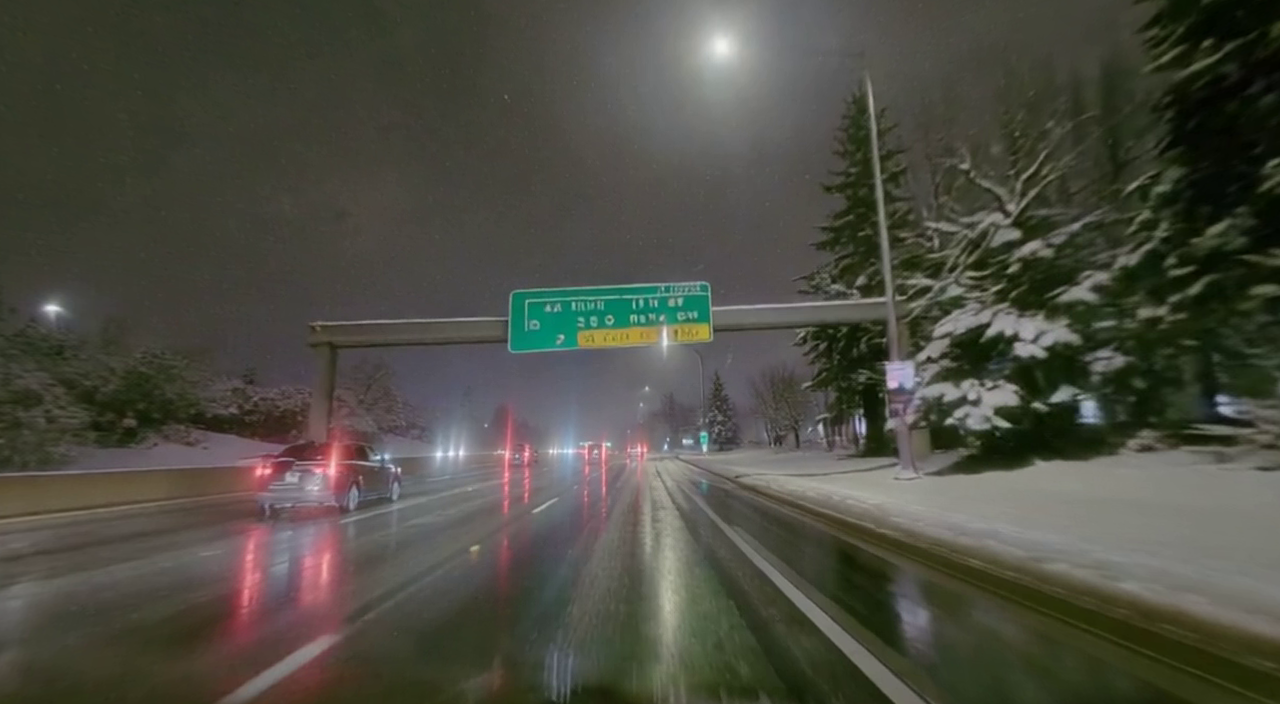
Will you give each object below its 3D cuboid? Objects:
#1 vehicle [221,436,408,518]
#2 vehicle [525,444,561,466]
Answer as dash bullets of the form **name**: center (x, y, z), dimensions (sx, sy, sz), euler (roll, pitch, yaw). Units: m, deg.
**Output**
- **vehicle**: center (-7.534, 2.914, 15.261), dimensions (2.071, 1.661, 4.540), euler (0, -9, 0)
- **vehicle**: center (-7.622, 8.149, 49.851), dimensions (2.075, 1.642, 4.638), euler (0, -9, 0)
